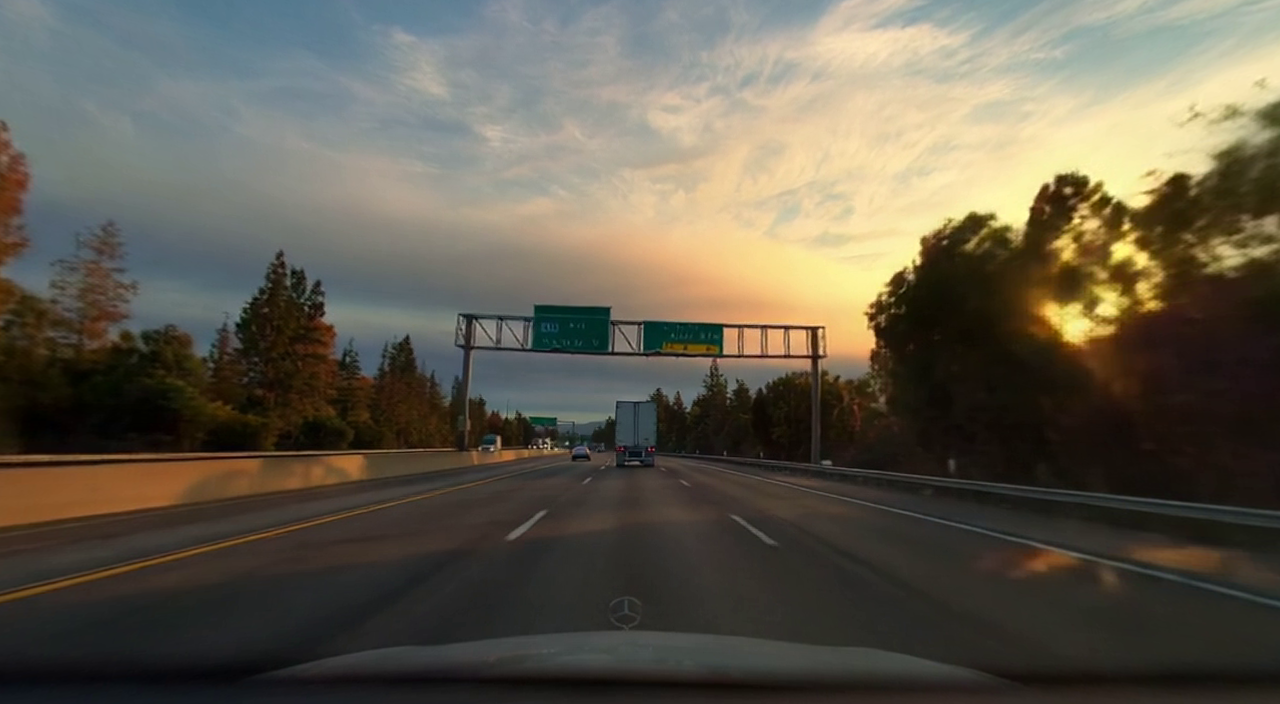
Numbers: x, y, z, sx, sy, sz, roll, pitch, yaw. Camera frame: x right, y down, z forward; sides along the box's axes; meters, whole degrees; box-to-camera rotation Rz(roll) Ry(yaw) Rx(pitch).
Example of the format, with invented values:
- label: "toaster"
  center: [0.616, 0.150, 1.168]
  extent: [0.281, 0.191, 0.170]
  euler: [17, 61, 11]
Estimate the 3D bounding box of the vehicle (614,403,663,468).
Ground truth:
- label: "vehicle"
  center: [-0.265, 5.869, 43.541]
  extent: [2.962, 3.953, 10.696]
  euler: [0, -9, -2]
